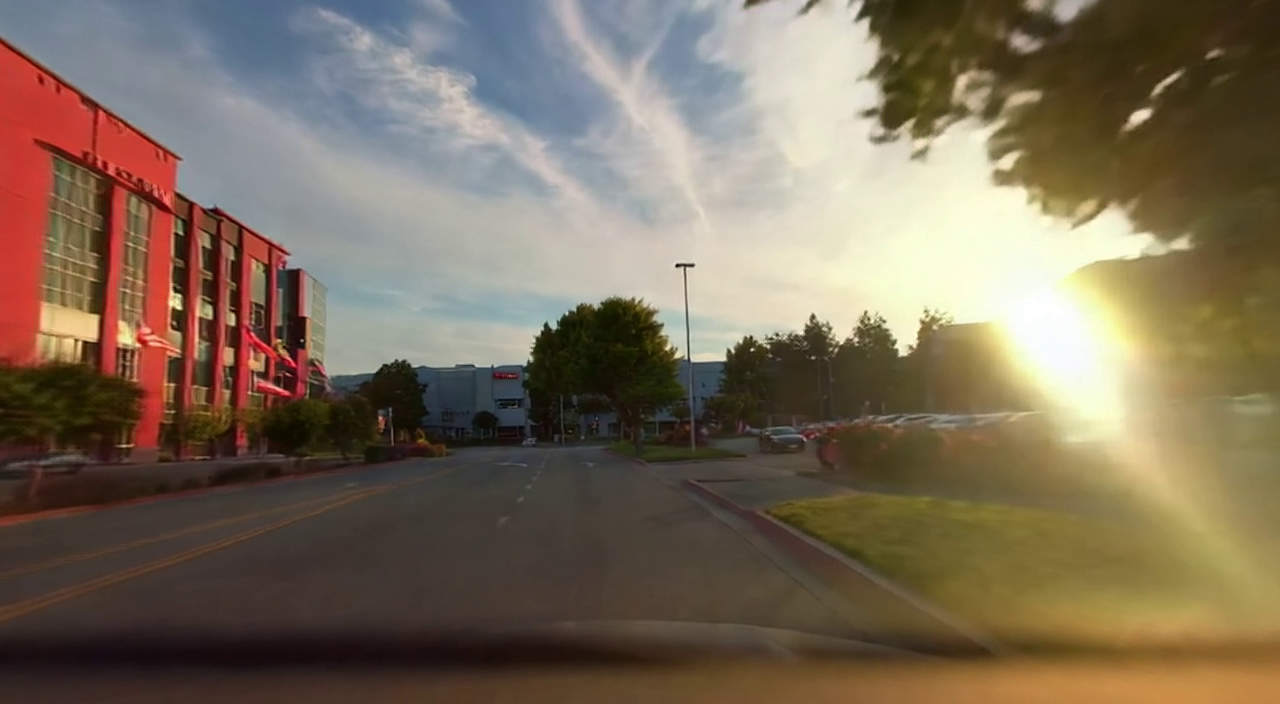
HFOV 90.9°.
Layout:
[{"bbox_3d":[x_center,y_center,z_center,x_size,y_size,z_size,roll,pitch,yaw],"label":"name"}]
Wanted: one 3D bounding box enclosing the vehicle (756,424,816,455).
[{"bbox_3d":[7.460,4.524,32.579,1.769,1.516,3.520,0,-8,-9],"label":"vehicle"}]
